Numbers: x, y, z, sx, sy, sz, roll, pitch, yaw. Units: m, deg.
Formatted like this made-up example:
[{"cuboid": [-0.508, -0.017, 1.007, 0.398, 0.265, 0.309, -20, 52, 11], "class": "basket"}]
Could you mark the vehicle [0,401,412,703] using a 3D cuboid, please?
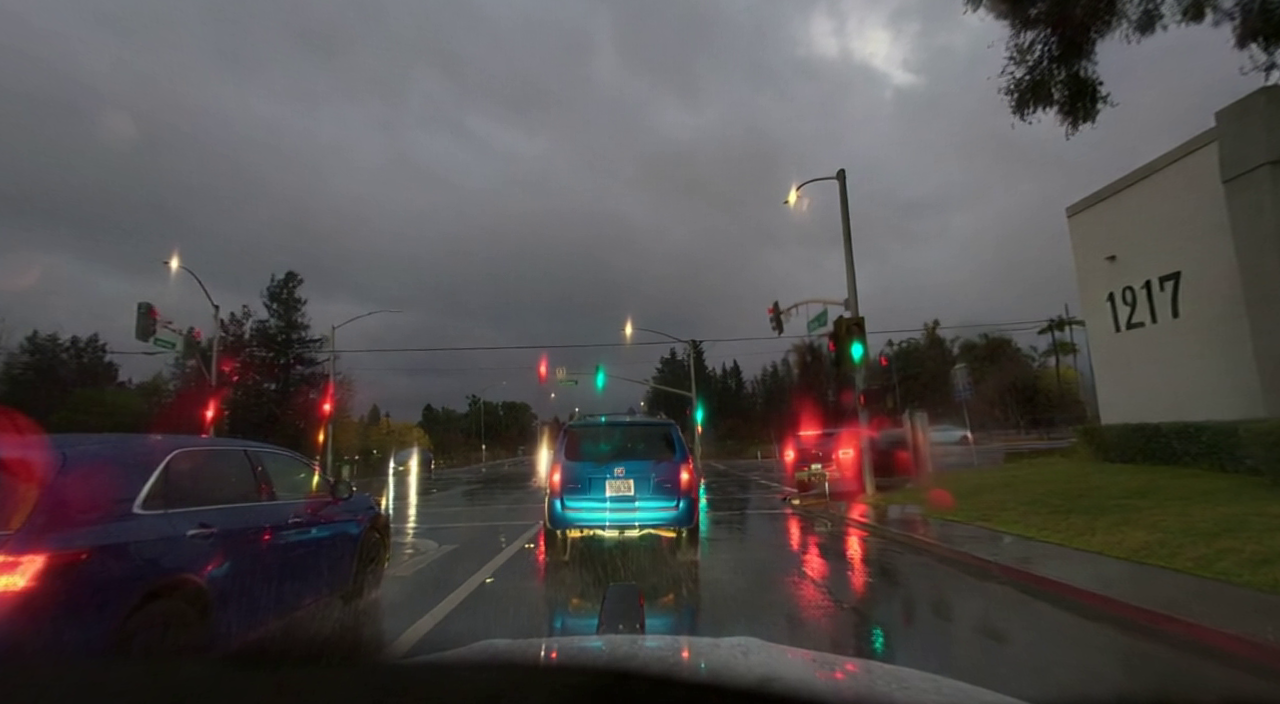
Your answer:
[{"cuboid": [-3.386, 1.259, 4.563, 2.011, 1.527, 4.008, 0, -8, -1], "class": "vehicle"}]

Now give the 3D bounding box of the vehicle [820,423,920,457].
[{"cuboid": [12.762, 4.906, 35.104, 4.872, 1.806, 2.107, 3, -9, -19], "class": "vehicle"}]

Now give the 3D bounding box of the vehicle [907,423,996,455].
[{"cuboid": [16.361, 4.590, 33.247, 3.830, 1.545, 2.006, 3, -9, -19], "class": "vehicle"}]

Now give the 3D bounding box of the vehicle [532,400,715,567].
[{"cuboid": [-0.188, 1.798, 9.340, 2.059, 1.877, 4.249, 0, -8, 0], "class": "vehicle"}]
